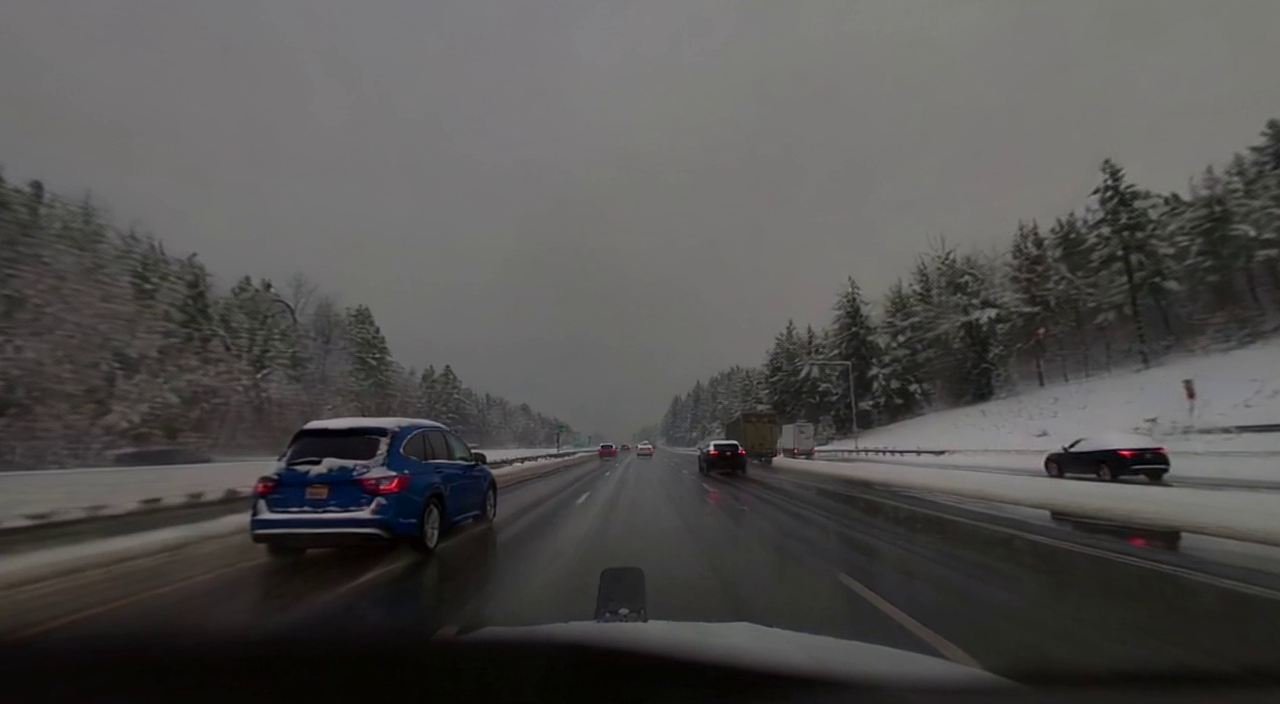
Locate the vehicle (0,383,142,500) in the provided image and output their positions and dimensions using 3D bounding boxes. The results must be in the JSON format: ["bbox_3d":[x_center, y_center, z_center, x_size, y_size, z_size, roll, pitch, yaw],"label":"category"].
[{"bbox_3d":[-23.078,3.354,23.558,3.009,3.917,6.945,0,-9,1],"label":"vehicle"}]

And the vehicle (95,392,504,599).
[{"bbox_3d":[-3.514,1.627,8.109,2.218,1.764,5.229,0,-9,2],"label":"vehicle"}]

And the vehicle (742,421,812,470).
[{"bbox_3d":[7.830,5.418,36.629,2.729,2.628,4.875,0,-9,-2],"label":"vehicle"}]

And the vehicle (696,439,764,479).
[{"bbox_3d":[3.623,4.419,26.274,2.080,1.493,4.674,0,-9,-1],"label":"vehicle"}]

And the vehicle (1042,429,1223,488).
[{"bbox_3d":[18.914,4.119,24.740,2.221,1.995,5.803,0,-9,-2],"label":"vehicle"}]
